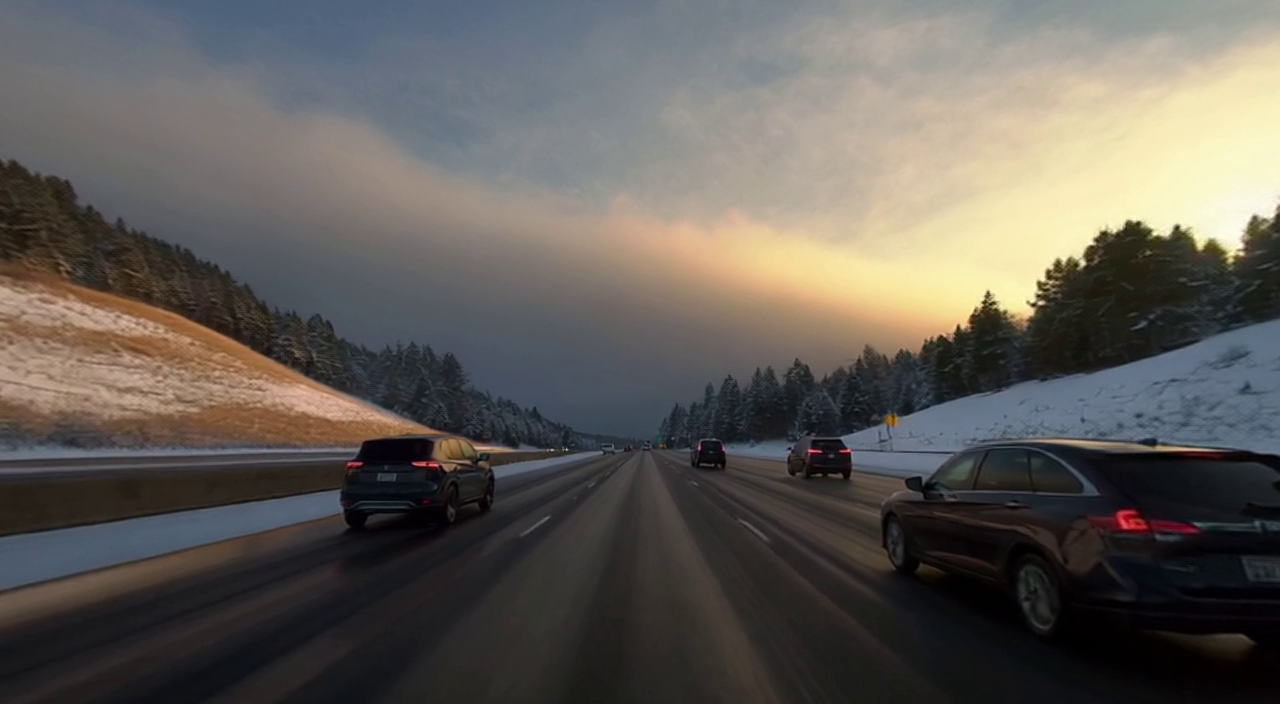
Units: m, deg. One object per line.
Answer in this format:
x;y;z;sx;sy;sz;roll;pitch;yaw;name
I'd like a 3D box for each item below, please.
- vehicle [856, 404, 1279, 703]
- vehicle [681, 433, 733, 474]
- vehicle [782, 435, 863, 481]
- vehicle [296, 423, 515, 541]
3.398;1.282;4.895;1.941;1.481;4.300;0;-8;0;vehicle
3.394;5.261;32.828;2.121;1.925;5.056;0;-8;0;vehicle
7.406;4.349;26.072;1.998;1.717;4.338;0;-8;0;vehicle
-3.823;2.200;11.334;2.166;1.672;4.388;0;-8;1;vehicle
